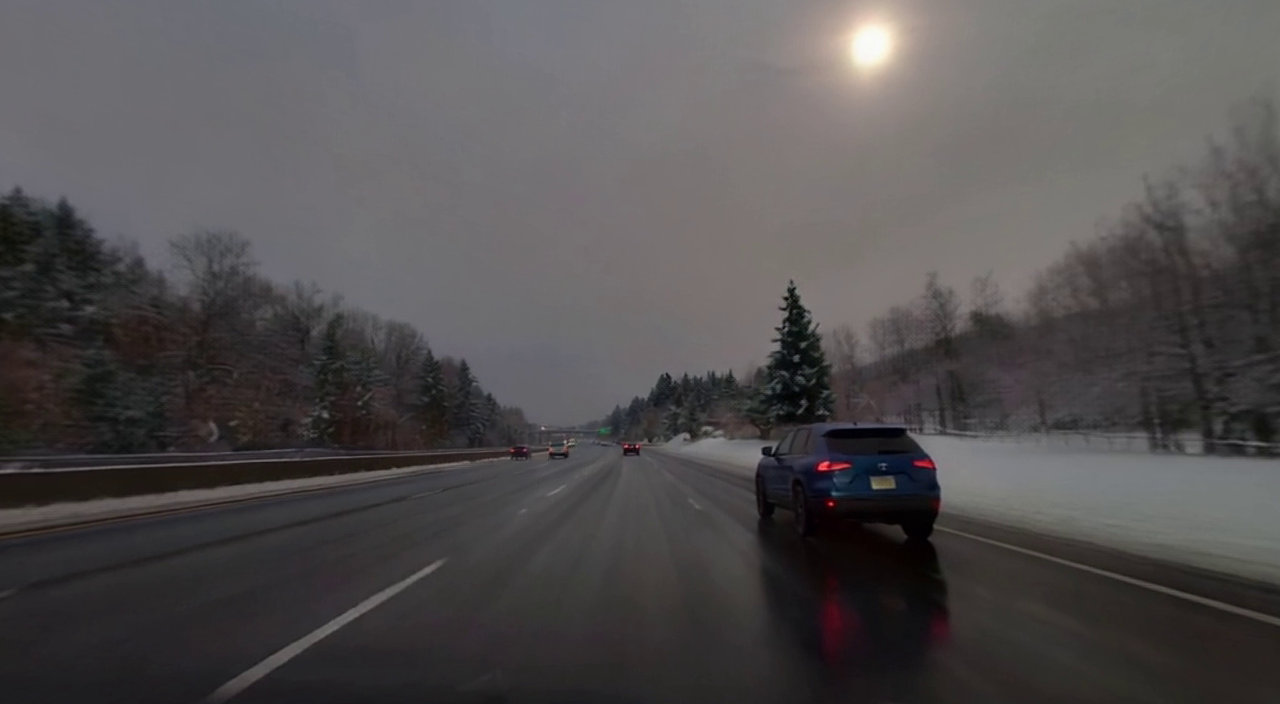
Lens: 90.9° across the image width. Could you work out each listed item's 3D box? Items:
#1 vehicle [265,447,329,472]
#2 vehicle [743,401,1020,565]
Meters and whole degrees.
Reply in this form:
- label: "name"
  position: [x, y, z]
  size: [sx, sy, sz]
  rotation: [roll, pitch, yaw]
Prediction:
- label: "vehicle"
  position: [-21.803, 6.831, 40.234]
  size: [1.783, 1.459, 4.065]
  rotation: [0, -8, 0]
- label: "vehicle"
  position: [2.905, 1.689, 8.824]
  size: [2.120, 1.706, 4.226]
  rotation: [0, -8, -1]
